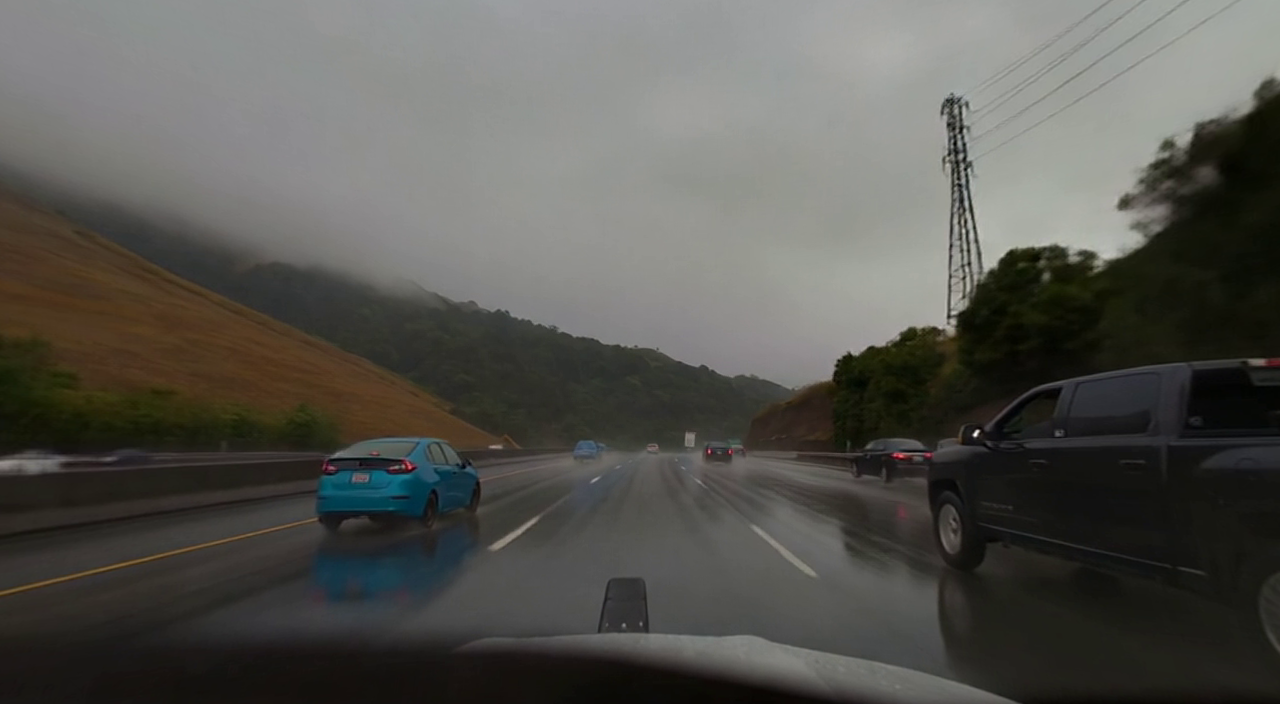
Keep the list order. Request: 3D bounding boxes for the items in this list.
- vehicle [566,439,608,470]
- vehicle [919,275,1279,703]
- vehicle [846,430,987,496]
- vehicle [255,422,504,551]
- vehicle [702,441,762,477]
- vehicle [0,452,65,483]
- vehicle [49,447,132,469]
[{"bbox_3d":[-3.126,6.130,37.857,2.021,1.679,4.310,-1,-9,2],"label":"vehicle"},{"bbox_3d":[3.462,0.742,2.780,2.098,1.925,5.171,0,-9,1],"label":"vehicle"},{"bbox_3d":[7.594,3.092,17.926,1.986,1.633,4.430,0,-9,0],"label":"vehicle"},{"bbox_3d":[-3.845,2.069,10.408,2.113,1.636,4.494,0,-9,1],"label":"vehicle"},{"bbox_3d":[4.040,4.777,28.401,2.046,1.471,4.333,0,-9,0],"label":"vehicle"},{"bbox_3d":[-32.570,5.926,32.428,1.717,1.467,4.403,0,-8,2],"label":"vehicle"},{"bbox_3d":[-41.134,7.937,47.347,1.843,1.548,4.804,0,-9,1],"label":"vehicle"}]
